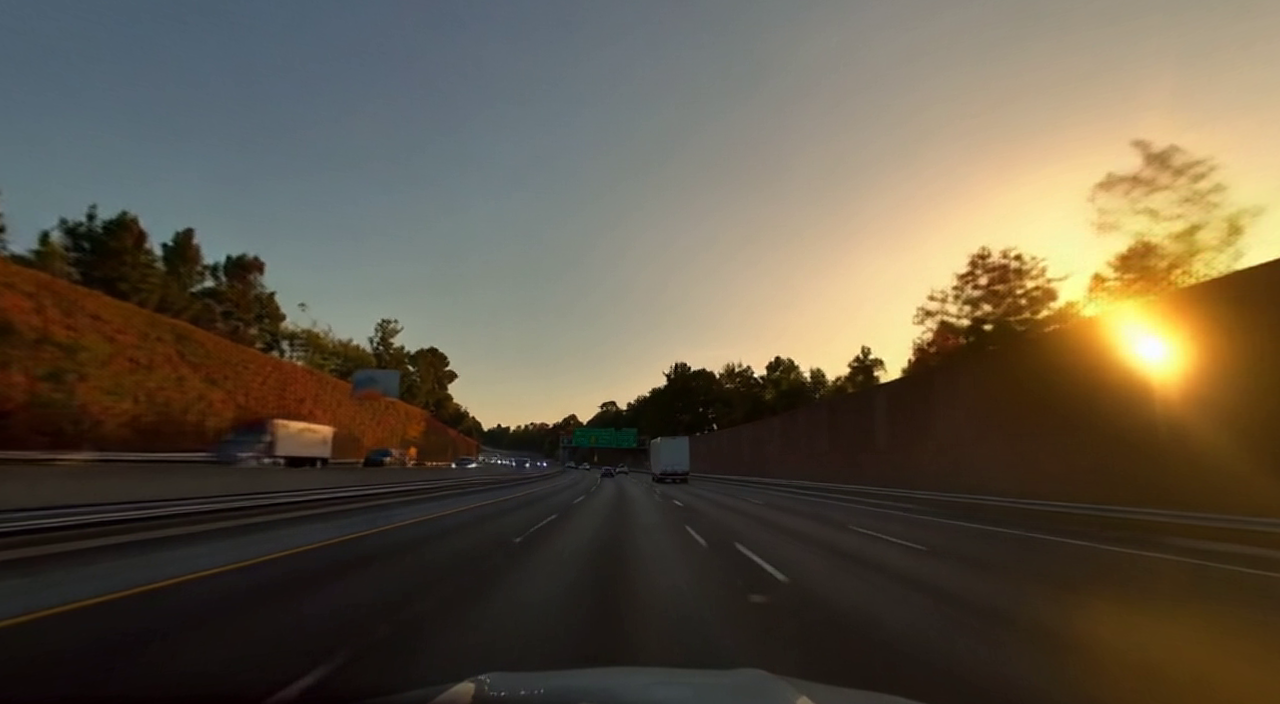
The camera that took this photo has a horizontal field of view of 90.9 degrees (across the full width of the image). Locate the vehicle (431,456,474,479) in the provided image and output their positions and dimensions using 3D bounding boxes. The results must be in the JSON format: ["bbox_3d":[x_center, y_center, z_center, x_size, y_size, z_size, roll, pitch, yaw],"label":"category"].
[{"bbox_3d":[-12.591,7.816,42.561,1.797,1.397,3.811,1,-11,-1],"label":"vehicle"}]

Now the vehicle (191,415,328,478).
[{"bbox_3d":[-16.097,4.167,27.186,2.228,2.396,5.865,1,-11,-1],"label":"vehicle"}]
